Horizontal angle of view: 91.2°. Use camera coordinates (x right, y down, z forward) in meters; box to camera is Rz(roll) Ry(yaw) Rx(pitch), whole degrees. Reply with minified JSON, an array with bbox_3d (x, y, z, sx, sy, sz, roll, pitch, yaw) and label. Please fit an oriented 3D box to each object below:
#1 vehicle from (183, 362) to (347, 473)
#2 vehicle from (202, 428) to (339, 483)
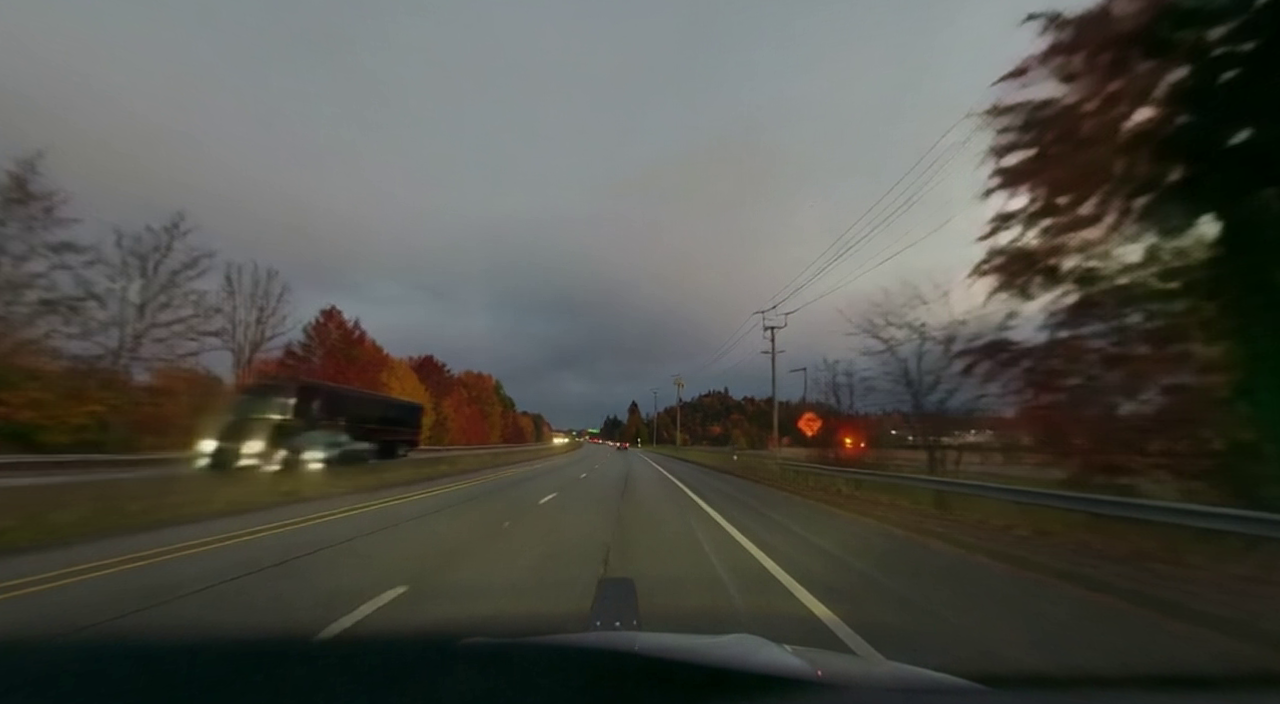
[{"bbox_3d":[-15.623,2.935,26.853,3.034,4.160,6.120,0,-9,0],"label":"vehicle"},{"bbox_3d":[-11.574,3.274,19.983,1.979,1.563,3.902,0,-9,0],"label":"vehicle"}]
